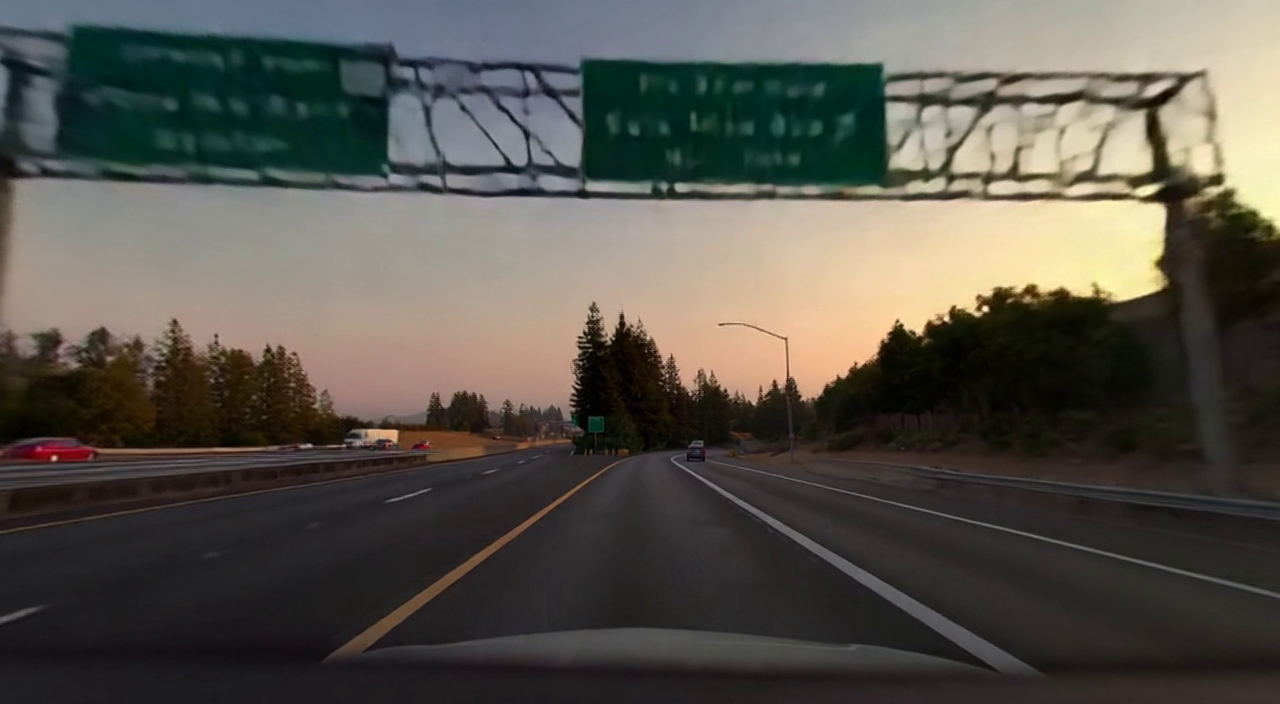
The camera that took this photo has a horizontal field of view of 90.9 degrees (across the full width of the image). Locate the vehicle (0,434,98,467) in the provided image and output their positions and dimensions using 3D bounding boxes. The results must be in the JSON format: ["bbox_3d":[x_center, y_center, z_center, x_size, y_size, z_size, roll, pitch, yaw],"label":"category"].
[{"bbox_3d":[-35.439,5.837,37.467,2.168,1.824,4.932,0,-8,-3],"label":"vehicle"}]
